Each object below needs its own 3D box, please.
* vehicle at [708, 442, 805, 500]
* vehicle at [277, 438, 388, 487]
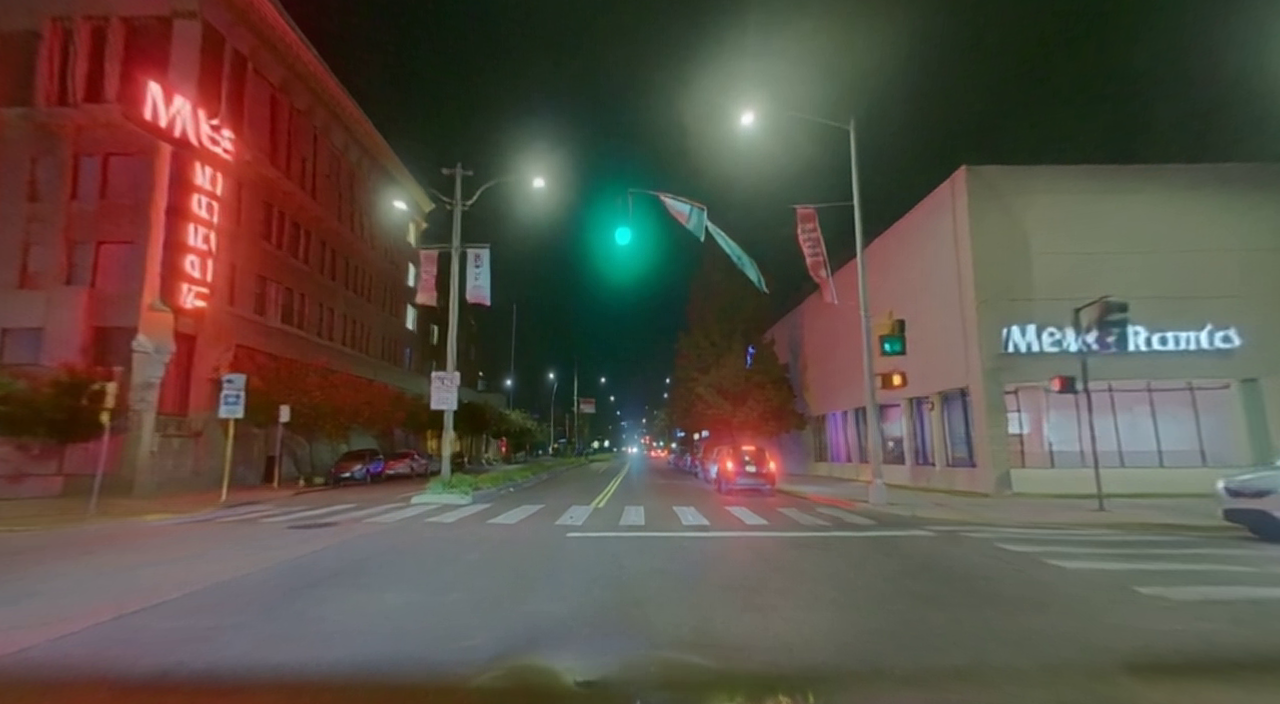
[{"bbox_3d":[3.422,3.581,19.421,2.120,1.560,4.402,0,-8,0],"label":"vehicle"},{"bbox_3d":[-12.403,4.380,25.336,4.447,1.790,2.206,-7,-11,38],"label":"vehicle"}]
